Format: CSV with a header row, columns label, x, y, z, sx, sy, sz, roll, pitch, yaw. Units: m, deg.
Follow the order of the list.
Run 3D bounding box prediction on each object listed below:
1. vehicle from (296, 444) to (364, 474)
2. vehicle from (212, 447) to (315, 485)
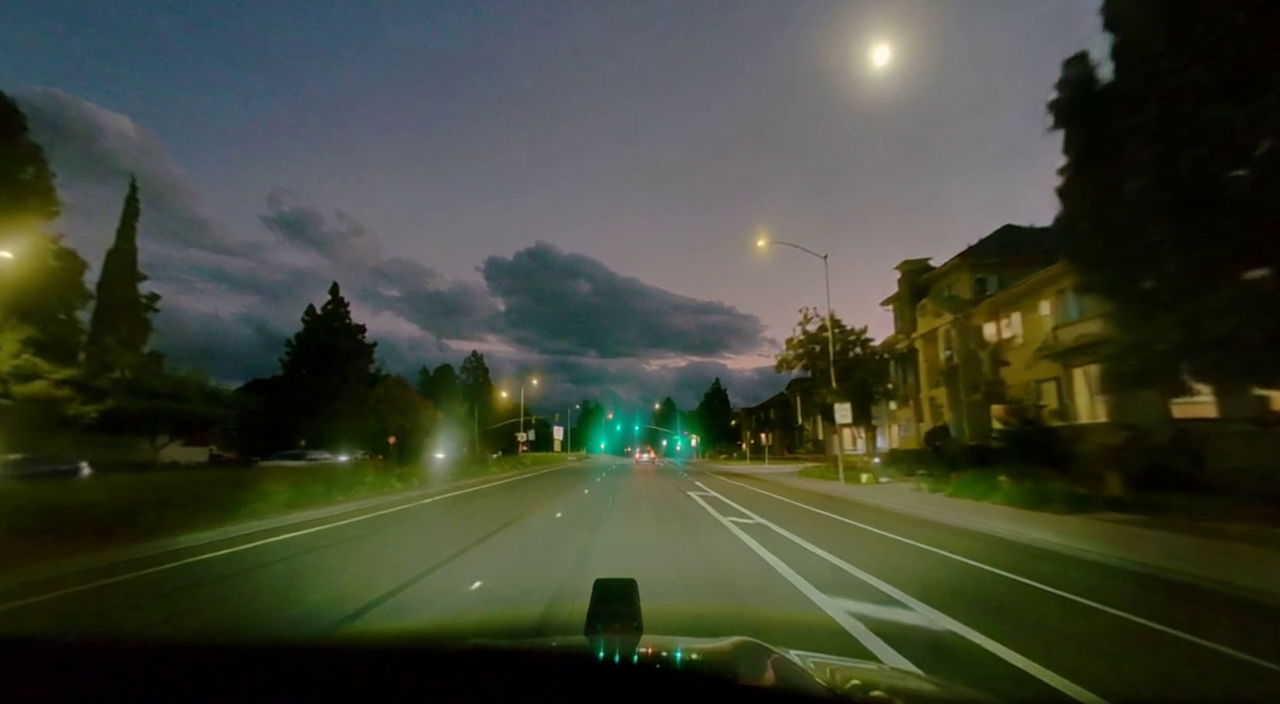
label,x,y,z,sx,sy,sz,roll,pitch,yaw
vehicle,-20.010,6.902,41.037,1.984,1.790,4.830,0,-9,-1
vehicle,-16.144,4.884,27.354,1.773,1.505,4.280,0,-9,0
